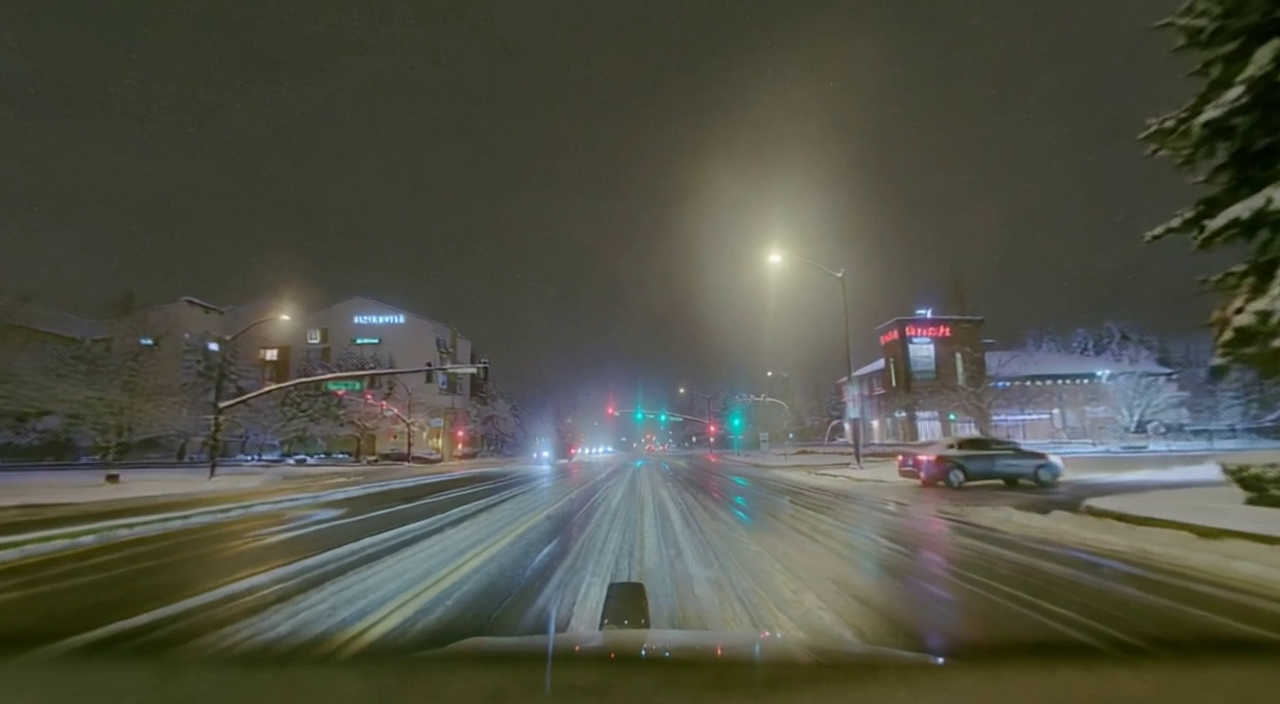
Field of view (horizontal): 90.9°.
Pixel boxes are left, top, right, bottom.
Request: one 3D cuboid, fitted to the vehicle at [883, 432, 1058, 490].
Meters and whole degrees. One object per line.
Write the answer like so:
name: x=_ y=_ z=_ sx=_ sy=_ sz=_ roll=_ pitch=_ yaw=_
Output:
vehicle: x=9.527 y=3.167 z=18.449 sx=4.007 sy=1.591 sz=1.915 roll=-1 pitch=-8 yaw=3
